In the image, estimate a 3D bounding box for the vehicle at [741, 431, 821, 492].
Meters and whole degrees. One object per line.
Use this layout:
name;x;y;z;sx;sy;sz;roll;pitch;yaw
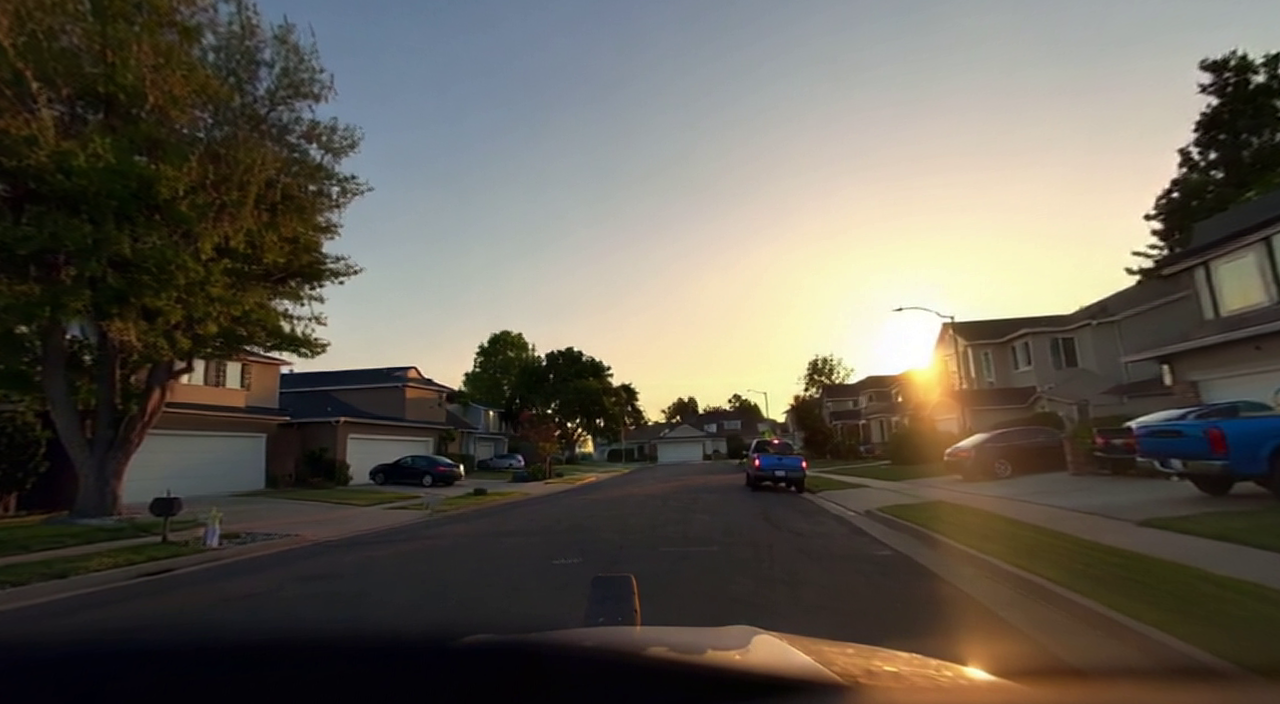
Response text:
vehicle;5.266;4.059;23.873;2.552;2.024;5.414;-2;-8;11

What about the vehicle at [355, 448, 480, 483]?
vehicle;-9.845;5.028;28.144;4.916;1.485;1.807;-1;-8;6

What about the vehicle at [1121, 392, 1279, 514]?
vehicle;10.264;1.275;9.268;4.554;1.515;1.858;-9;-10;11
